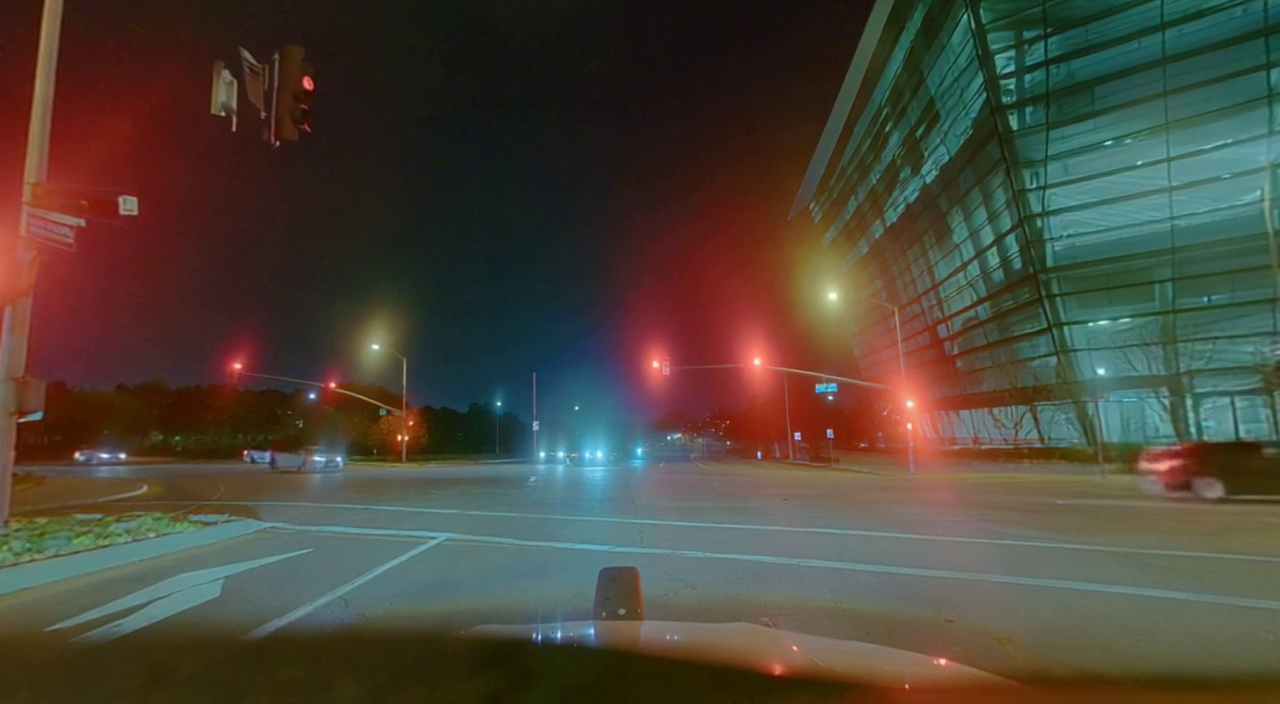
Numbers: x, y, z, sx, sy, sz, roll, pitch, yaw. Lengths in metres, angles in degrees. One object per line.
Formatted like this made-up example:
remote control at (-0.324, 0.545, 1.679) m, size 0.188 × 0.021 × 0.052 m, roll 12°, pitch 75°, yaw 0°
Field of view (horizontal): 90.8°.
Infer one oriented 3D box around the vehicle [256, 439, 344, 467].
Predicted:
vehicle at (-20.207, 5.961, 37.456) m, size 5.408 × 1.505 × 2.091 m, roll -6°, pitch -10°, yaw 32°

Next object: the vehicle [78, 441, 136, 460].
vehicle at (-42.229, 7.785, 49.992) m, size 4.380 × 1.455 × 1.869 m, roll -5°, pitch -10°, yaw 28°

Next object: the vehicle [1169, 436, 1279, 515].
vehicle at (13.320, 2.427, 12.548) m, size 4.110 × 1.511 × 1.883 m, roll -7°, pitch -11°, yaw 37°
